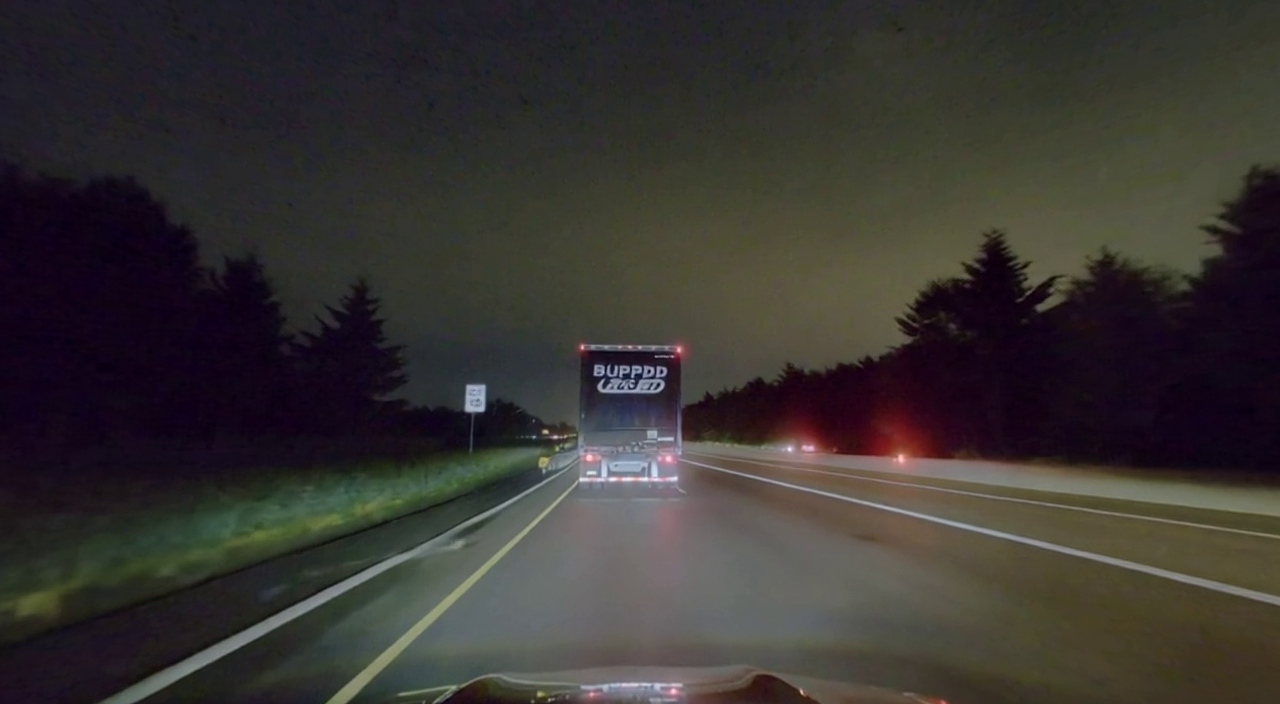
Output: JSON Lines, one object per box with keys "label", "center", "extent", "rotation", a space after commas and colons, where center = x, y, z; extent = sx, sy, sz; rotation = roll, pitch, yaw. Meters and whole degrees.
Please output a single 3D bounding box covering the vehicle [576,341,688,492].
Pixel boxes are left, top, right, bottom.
{"label": "vehicle", "center": [-0.399, 2.258, 20.639], "extent": [2.870, 3.911, 8.697], "rotation": [0, -8, -3]}
